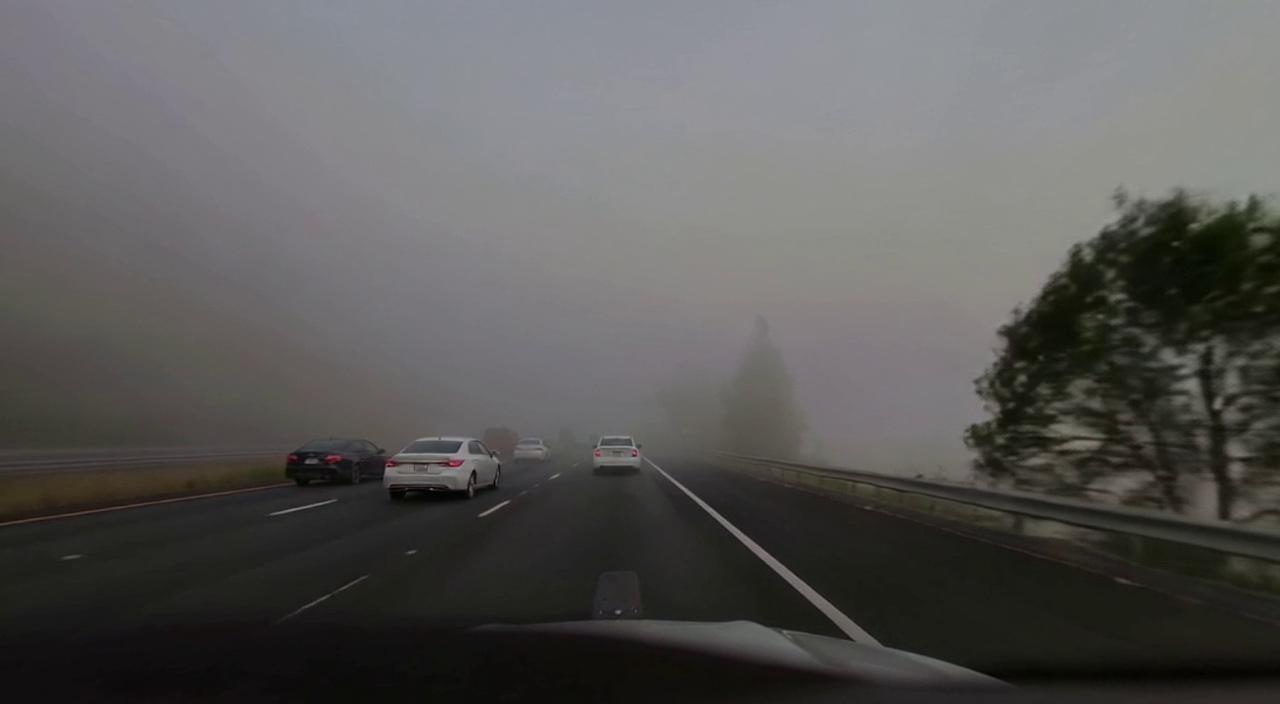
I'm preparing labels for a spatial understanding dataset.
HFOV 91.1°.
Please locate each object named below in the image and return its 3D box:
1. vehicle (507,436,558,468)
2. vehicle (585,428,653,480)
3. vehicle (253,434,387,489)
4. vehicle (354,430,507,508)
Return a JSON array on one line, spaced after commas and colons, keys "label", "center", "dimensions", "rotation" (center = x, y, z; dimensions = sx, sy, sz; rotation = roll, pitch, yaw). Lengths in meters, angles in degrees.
[{"label": "vehicle", "center": [-5.209, 4.877, 30.959], "dimensions": [1.835, 1.432, 3.835], "rotation": [0, -8, 0]}, {"label": "vehicle", "center": [-0.715, 3.548, 22.231], "dimensions": [2.178, 1.658, 3.916], "rotation": [0, -8, -1]}, {"label": "vehicle", "center": [-9.240, 3.158, 18.573], "dimensions": [1.850, 1.439, 3.932], "rotation": [0, -8, 0]}, {"label": "vehicle", "center": [-4.469, 2.520, 14.204], "dimensions": [1.971, 1.464, 4.386], "rotation": [0, -8, 0]}]
